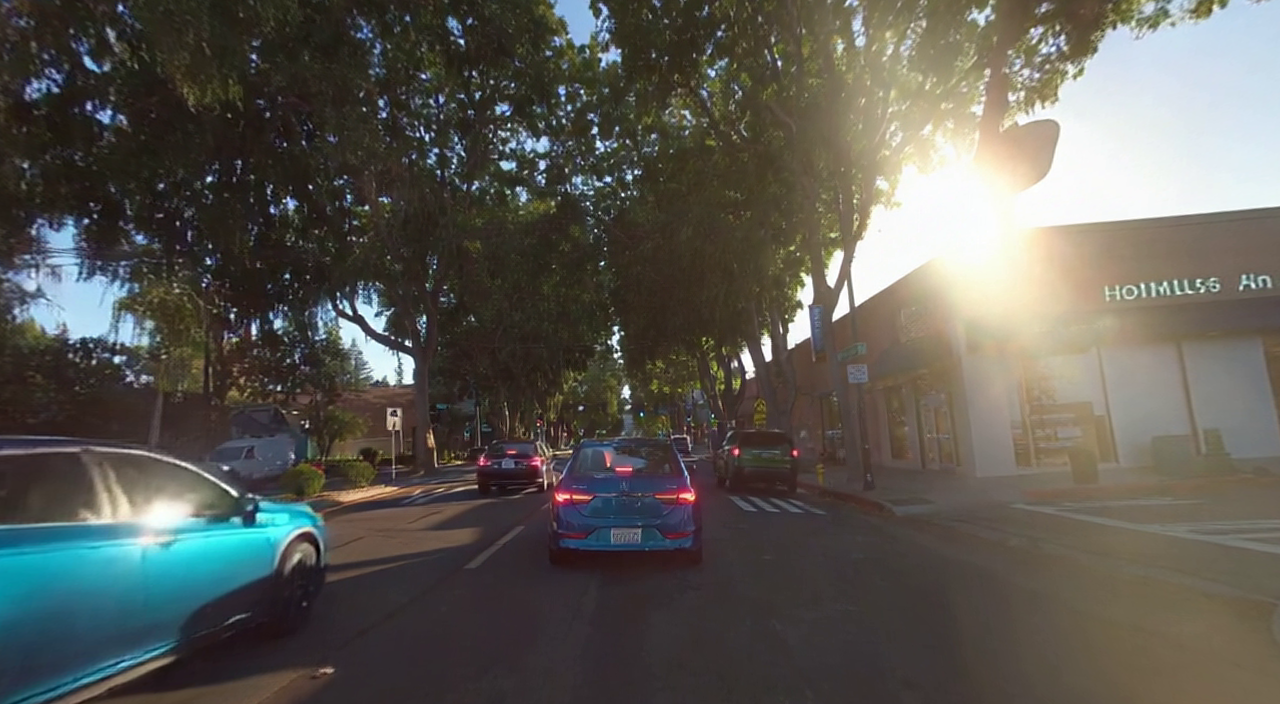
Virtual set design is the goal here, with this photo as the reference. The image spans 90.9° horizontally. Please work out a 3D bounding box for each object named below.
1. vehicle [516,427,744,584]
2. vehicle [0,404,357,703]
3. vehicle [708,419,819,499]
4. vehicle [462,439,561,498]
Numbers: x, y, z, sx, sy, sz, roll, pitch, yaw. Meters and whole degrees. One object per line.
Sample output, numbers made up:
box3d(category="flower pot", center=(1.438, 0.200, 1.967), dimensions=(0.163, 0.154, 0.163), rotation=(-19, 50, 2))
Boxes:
box3d(category="vehicle", center=(-0.115, 1.769, 8.091), dimensions=(2.160, 1.482, 4.037), rotation=(0, -9, -1))
box3d(category="vehicle", center=(-3.356, 1.012, 2.868), dimensions=(2.029, 1.456, 4.414), rotation=(0, -9, 1))
box3d(category="vehicle", center=(3.329, 3.018, 18.071), dimensions=(2.152, 1.987, 4.527), rotation=(0, -9, -2))
box3d(category="vehicle", center=(-3.484, 3.237, 17.898), dimensions=(1.905, 1.473, 4.016), rotation=(0, -9, 1))
